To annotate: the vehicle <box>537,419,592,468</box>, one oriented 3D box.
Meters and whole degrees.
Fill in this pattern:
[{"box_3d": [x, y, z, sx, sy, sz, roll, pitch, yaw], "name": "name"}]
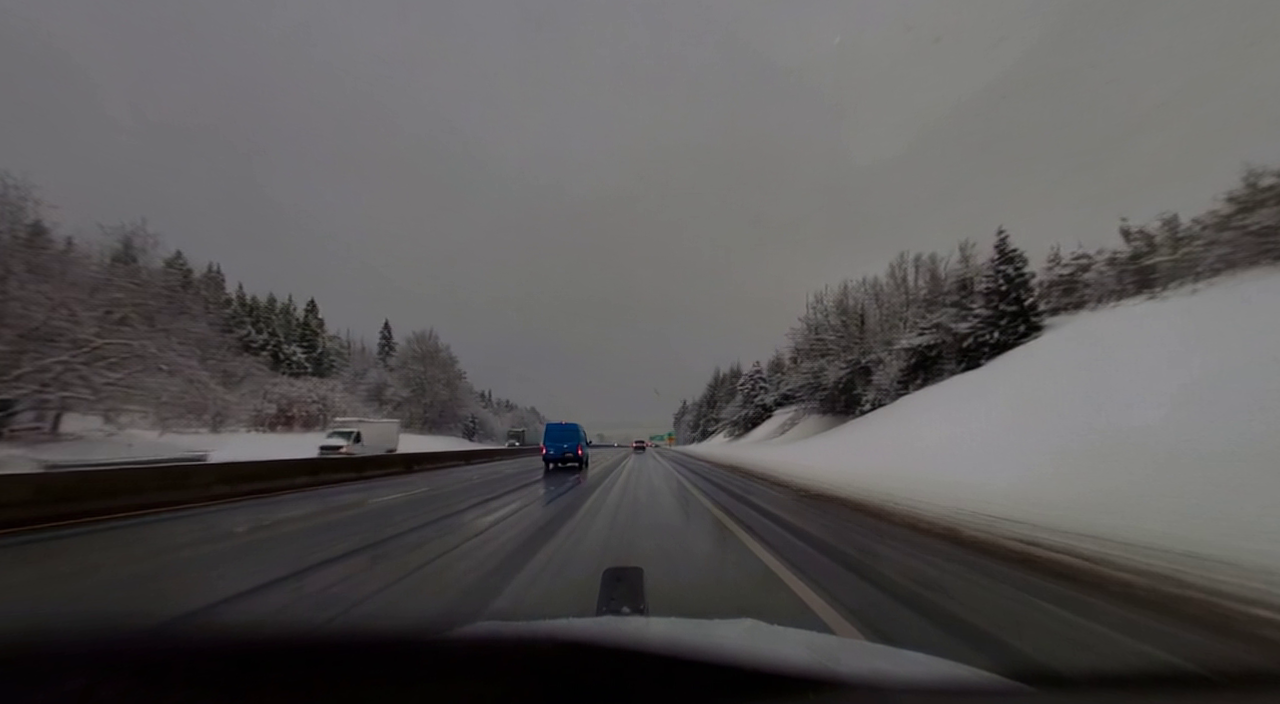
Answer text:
[{"box_3d": [-4.011, 5.002, 34.434, 2.329, 2.483, 5.428, 0, -8, 0], "name": "vehicle"}]
